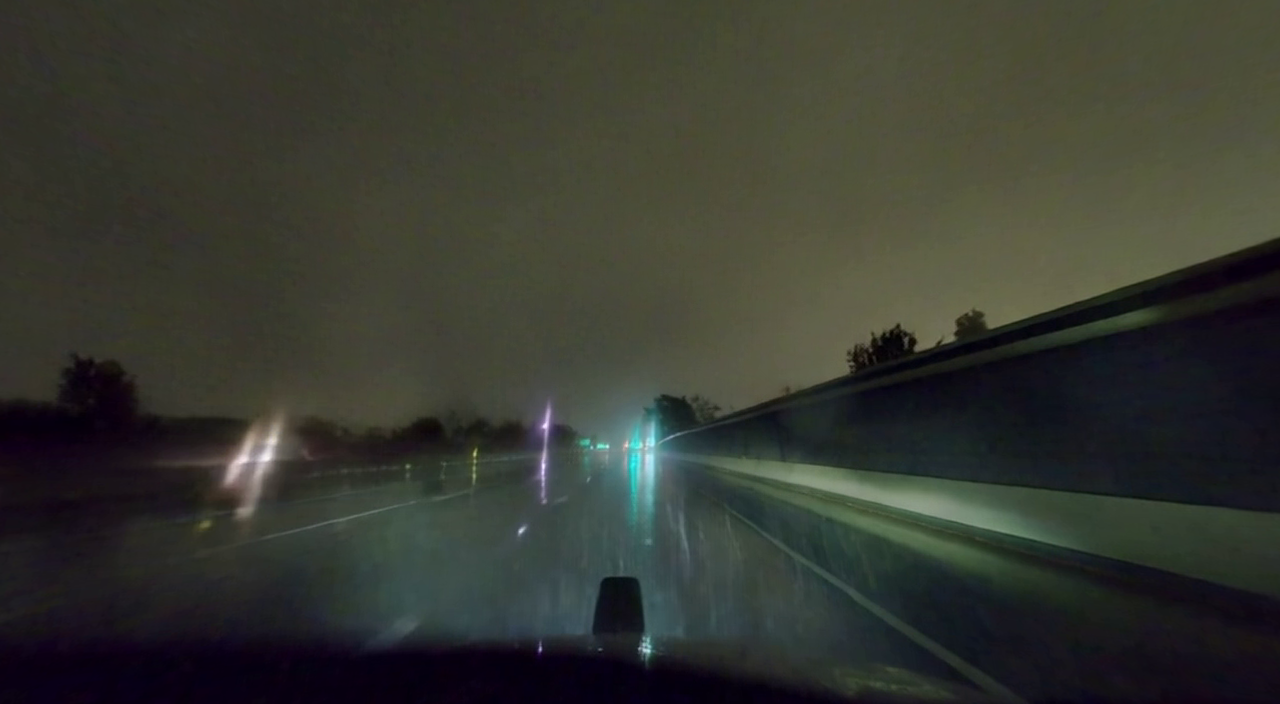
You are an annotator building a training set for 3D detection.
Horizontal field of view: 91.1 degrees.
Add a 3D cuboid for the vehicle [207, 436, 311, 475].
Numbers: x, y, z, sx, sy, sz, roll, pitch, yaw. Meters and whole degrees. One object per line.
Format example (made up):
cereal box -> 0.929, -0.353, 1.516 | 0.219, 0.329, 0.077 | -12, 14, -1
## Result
vehicle -> -23.616, 6.462, 39.410 | 2.725, 2.181, 5.997 | 0, -9, 0
